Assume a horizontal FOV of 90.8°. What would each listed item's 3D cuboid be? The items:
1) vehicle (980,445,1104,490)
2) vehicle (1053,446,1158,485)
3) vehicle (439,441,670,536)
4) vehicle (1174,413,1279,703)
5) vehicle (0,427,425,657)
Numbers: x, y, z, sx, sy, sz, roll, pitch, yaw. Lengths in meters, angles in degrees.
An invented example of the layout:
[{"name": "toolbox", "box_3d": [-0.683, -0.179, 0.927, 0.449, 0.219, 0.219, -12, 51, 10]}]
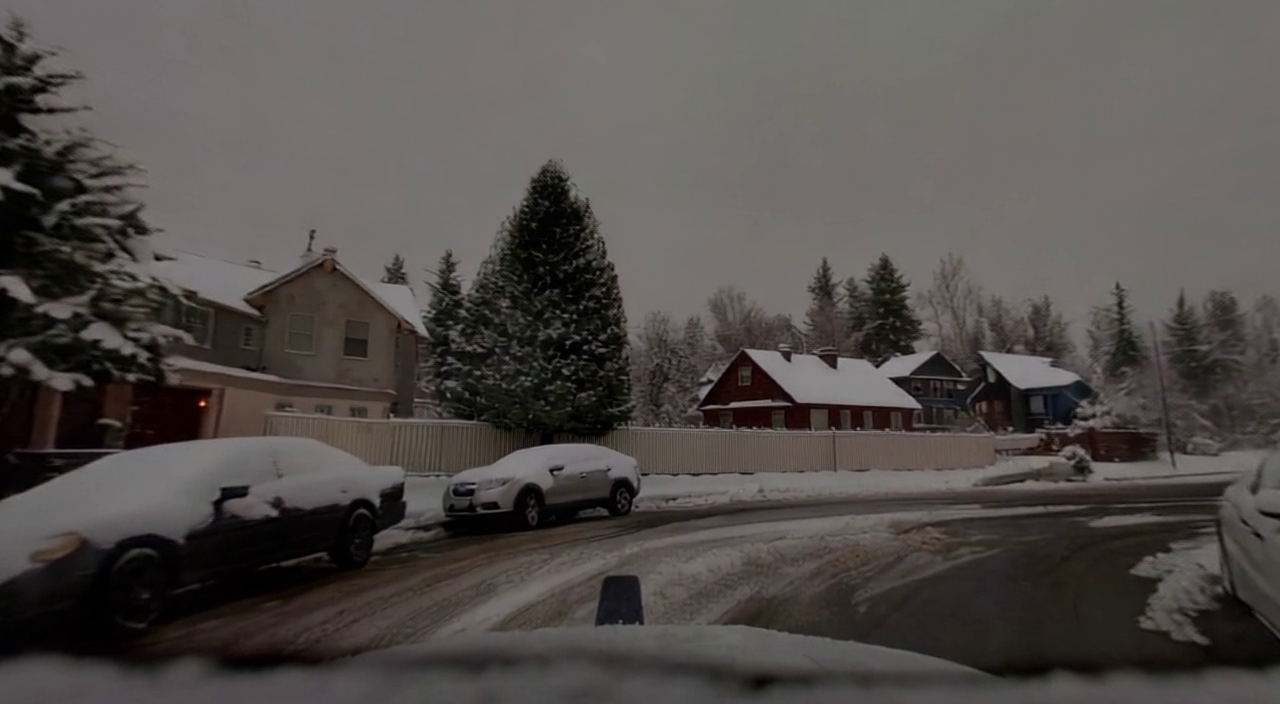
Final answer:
[{"name": "vehicle", "box_3d": [15.067, 4.252, 23.640, 4.731, 1.478, 1.930, 5, -10, -31]}, {"name": "vehicle", "box_3d": [19.331, 4.635, 26.178, 4.402, 1.471, 1.803, 5, -10, -30]}, {"name": "vehicle", "box_3d": [-1.563, 2.595, 12.725, 2.082, 1.547, 4.217, -8, -12, 43]}, {"name": "vehicle", "box_3d": [4.685, 1.139, 3.544, 2.054, 1.509, 4.671, -6, -10, 35]}, {"name": "vehicle", "box_3d": [-4.412, 1.743, 6.647, 1.943, 1.475, 4.701, -5, -11, 11]}]
